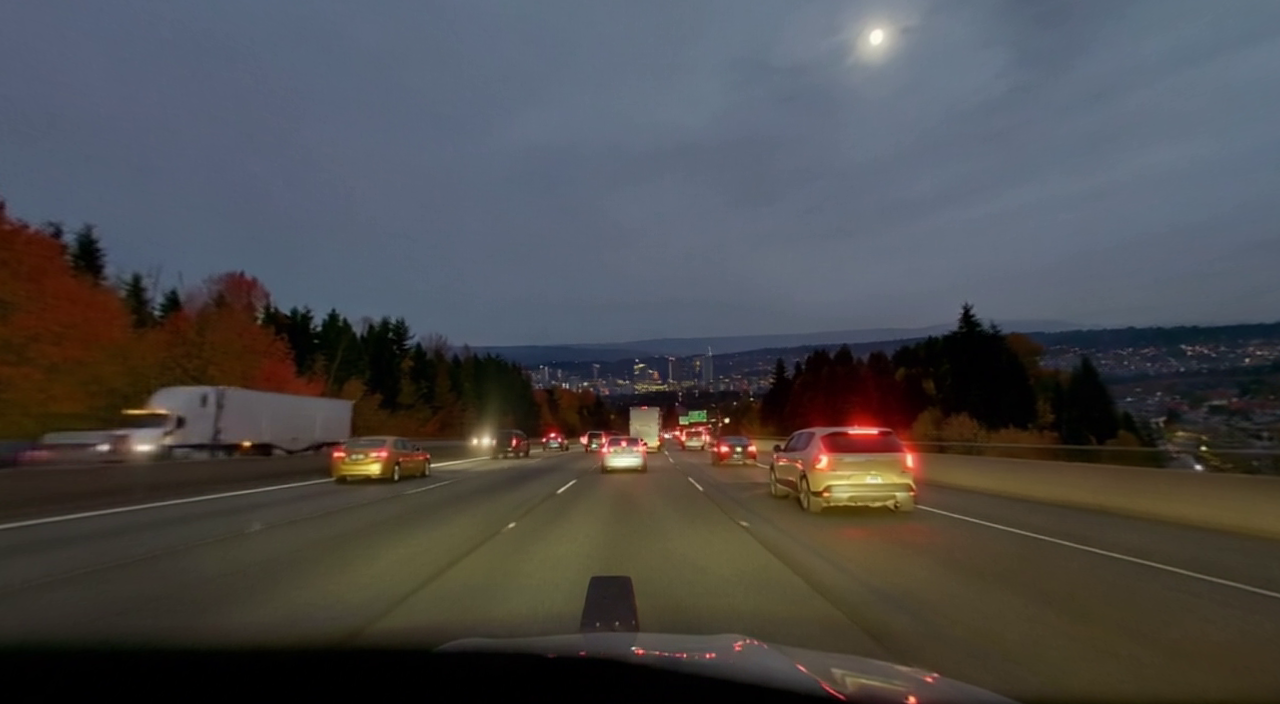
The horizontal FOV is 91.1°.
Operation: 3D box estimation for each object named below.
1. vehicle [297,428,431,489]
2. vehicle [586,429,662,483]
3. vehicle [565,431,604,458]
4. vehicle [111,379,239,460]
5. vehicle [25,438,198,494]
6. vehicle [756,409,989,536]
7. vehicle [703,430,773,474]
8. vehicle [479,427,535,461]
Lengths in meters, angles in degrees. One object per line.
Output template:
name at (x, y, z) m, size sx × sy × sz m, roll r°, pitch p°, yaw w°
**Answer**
vehicle at (-7.567, 2.930, 17.707) m, size 1.934 × 1.526 × 3.966 m, roll 0°, pitch -8°, yaw 0°
vehicle at (-0.482, 3.181, 19.655) m, size 2.111 × 1.494 × 4.364 m, roll 0°, pitch -8°, yaw -1°
vehicle at (-3.531, 5.986, 40.874) m, size 2.064 × 1.672 × 4.277 m, roll 0°, pitch -8°, yaw 1°
vehicle at (-22.959, 3.394, 31.314) m, size 3.144 × 3.727 × 3.852 m, roll 0°, pitch -7°, yaw 0°
vehicle at (-15.411, 3.288, 18.651) m, size 1.775 × 1.463 × 3.812 m, roll 0°, pitch -8°, yaw 1°
vehicle at (3.450, 1.867, 10.433) m, size 2.095 × 1.650 × 4.331 m, roll 0°, pitch -8°, yaw -2°
vehicle at (3.694, 3.826, 24.456) m, size 1.972 × 1.516 × 4.514 m, roll 0°, pitch -8°, yaw 0°
vehicle at (-7.457, 5.217, 35.762) m, size 2.117 × 1.779 × 4.745 m, roll 0°, pitch -8°, yaw 1°
